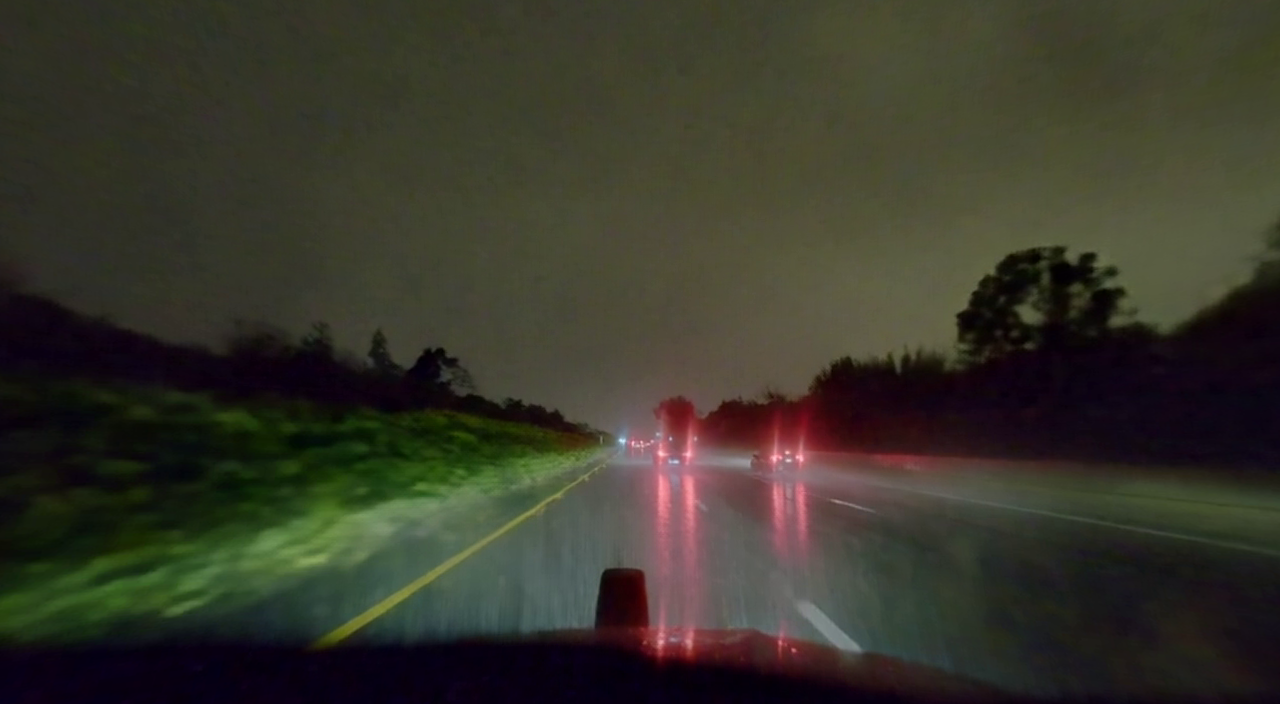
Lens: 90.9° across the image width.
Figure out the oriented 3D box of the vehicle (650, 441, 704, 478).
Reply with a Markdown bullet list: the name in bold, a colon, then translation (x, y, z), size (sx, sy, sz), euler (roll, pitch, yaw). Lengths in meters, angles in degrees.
- **vehicle**: translation (1.552, 4.709, 27.860), size (1.991, 1.475, 4.302), euler (0, -8, -2)
